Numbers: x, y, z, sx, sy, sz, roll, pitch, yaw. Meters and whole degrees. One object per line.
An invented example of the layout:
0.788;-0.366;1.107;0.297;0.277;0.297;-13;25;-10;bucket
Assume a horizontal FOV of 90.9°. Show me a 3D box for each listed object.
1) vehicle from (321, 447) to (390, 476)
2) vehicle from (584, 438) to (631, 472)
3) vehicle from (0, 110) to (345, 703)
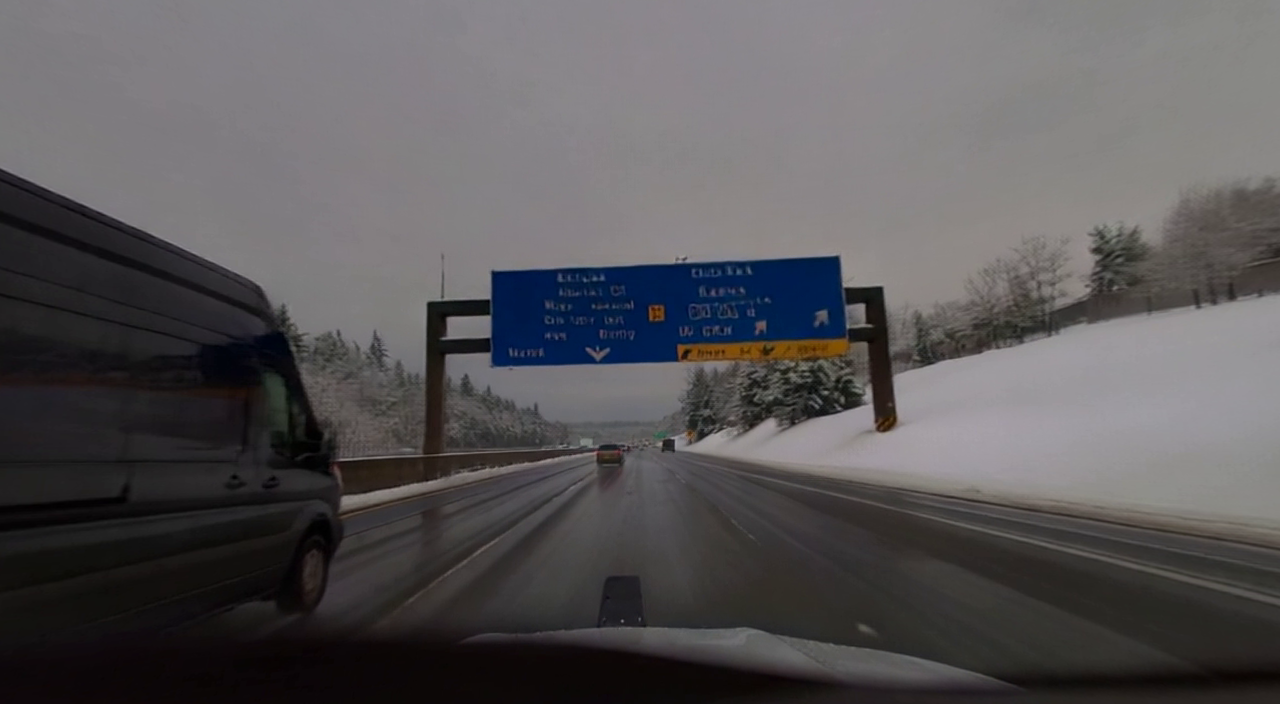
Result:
-16.345;6.297;36.478;1.893;1.505;4.505;0;-9;0;vehicle
-1.661;5.496;33.814;2.183;1.662;3.968;0;-9;2;vehicle
-4.083;0.309;2.999;2.382;2.736;5.982;0;-9;0;vehicle
